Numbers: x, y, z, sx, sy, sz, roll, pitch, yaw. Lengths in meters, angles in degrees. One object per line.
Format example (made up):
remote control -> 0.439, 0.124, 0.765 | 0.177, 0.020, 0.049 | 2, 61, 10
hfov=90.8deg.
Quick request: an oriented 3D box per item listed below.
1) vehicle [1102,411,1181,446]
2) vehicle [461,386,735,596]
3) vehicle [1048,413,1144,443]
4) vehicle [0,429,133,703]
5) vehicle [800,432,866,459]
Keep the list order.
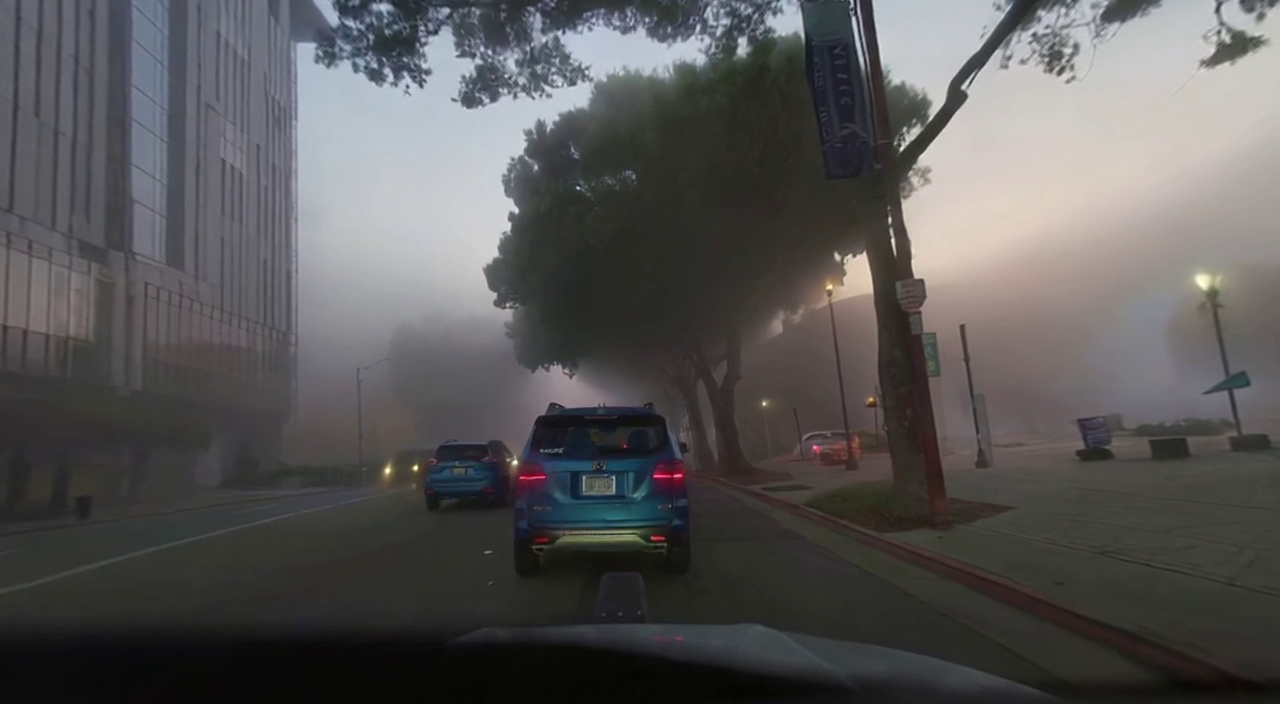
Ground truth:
vehicle -> 23.371, 3.591, 29.399 | 4.168, 1.514, 1.811 | 6, -11, -37
vehicle -> -0.462, 1.609, 8.149 | 2.531, 1.930, 4.382 | 0, -8, -2
vehicle -> 24.511, 4.103, 34.014 | 3.826, 1.544, 1.754 | 0, -9, -5
vehicle -> -4.090, 0.915, 1.727 | 1.878, 1.461, 4.432 | 0, -9, -3
vehicle -> 10.827, 5.232, 35.323 | 1.877, 1.416, 3.965 | -9, -12, 43
